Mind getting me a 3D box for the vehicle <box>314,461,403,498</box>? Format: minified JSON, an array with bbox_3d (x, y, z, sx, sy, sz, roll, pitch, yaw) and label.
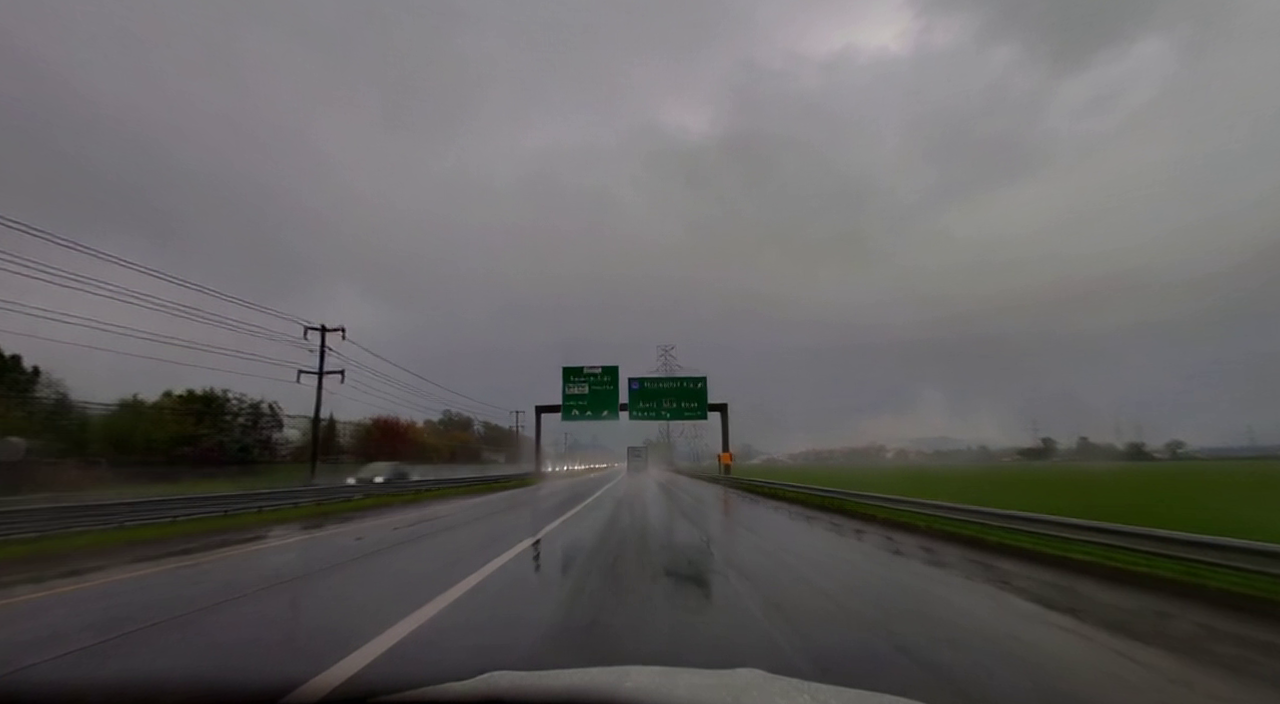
[{"bbox_3d":[-12.038,5.478,27.279,1.908,1.412,4.119,1,-10,0],"label":"vehicle"}]
